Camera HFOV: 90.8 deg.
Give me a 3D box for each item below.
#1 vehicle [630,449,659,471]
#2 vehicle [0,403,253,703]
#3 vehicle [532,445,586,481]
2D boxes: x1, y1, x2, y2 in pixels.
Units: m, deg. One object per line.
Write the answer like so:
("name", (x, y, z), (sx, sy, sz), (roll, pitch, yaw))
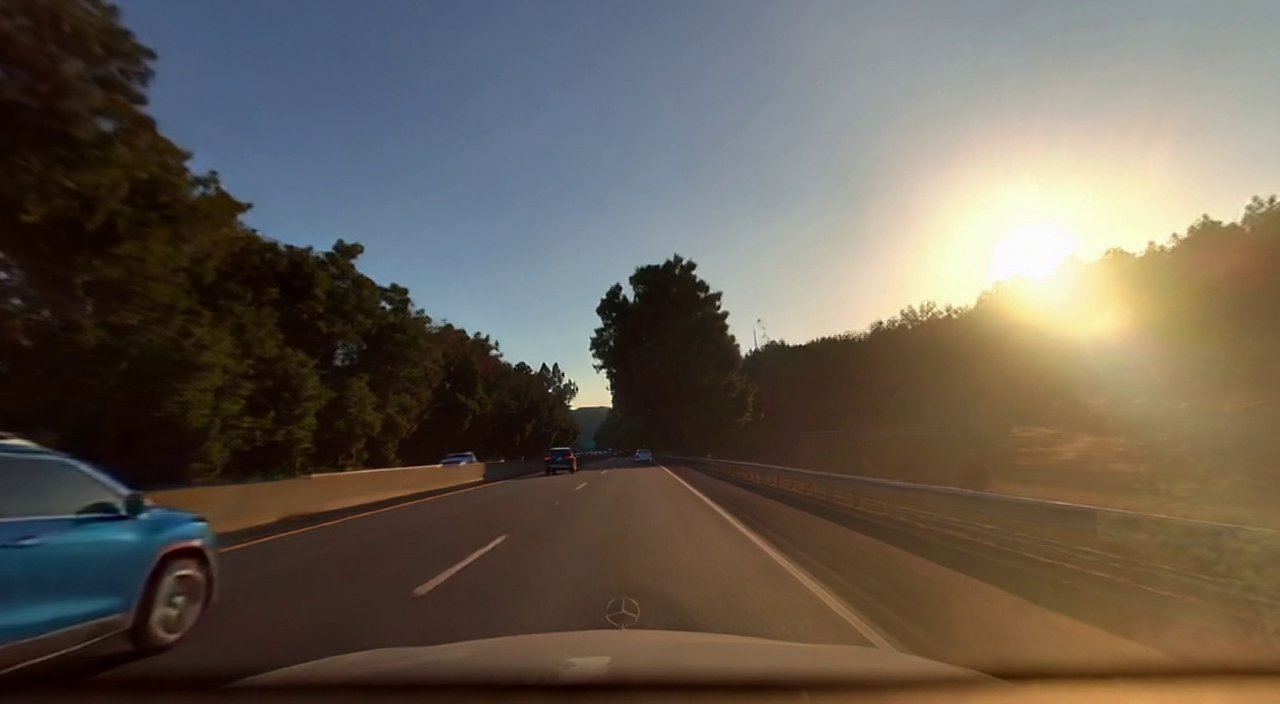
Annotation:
("vehicle", (0.319, 7.900, 46.322), (2.046, 1.452, 4.407), (0, -9, 0))
("vehicle", (-3.842, 0.933, 2.377), (2.034, 1.520, 4.236), (0, -9, 1))
("vehicle", (-3.998, 5.529, 31.802), (2.100, 1.667, 4.223), (0, -9, 1))
